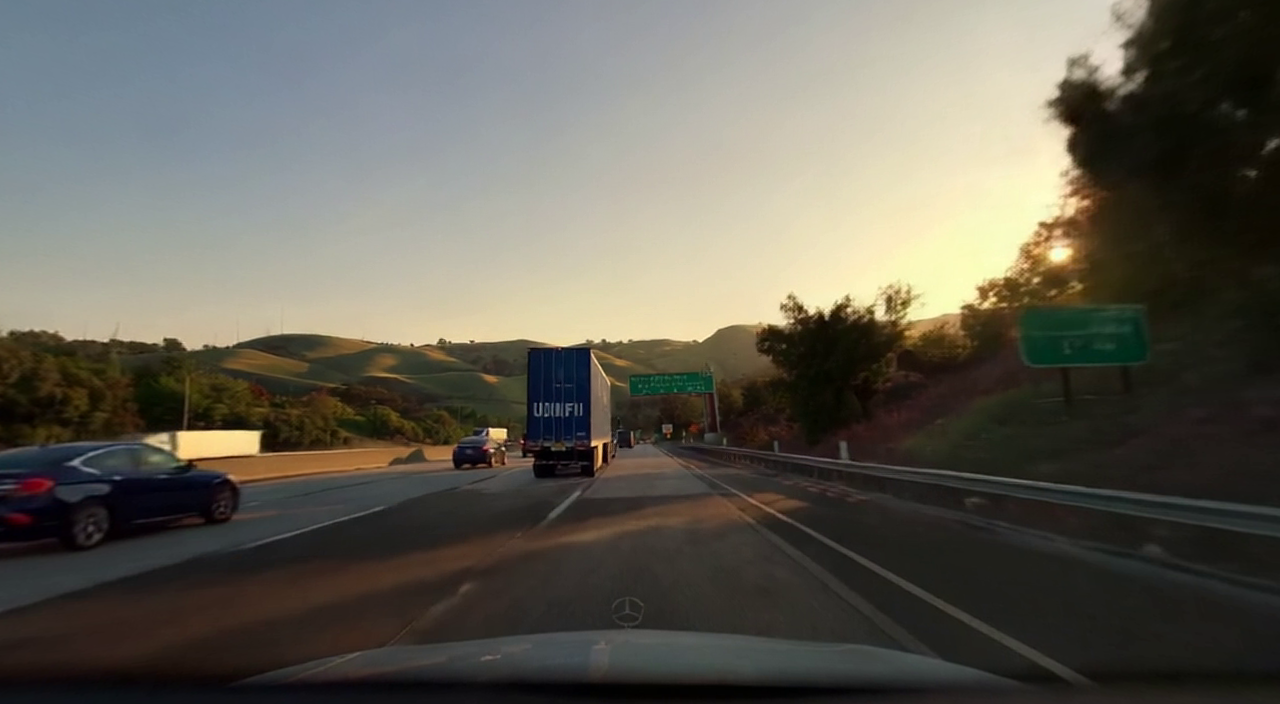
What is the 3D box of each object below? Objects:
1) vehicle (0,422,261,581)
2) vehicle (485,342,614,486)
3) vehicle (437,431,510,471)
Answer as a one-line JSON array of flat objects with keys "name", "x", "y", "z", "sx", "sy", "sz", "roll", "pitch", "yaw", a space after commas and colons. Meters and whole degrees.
[{"name": "vehicle", "x": -6.998, "y": 1.647, "z": 7.646, "sx": 1.911, "sy": 1.494, "sz": 4.555, "roll": -1, "pitch": -8, "yaw": 1}, {"name": "vehicle", "x": -3.052, "y": 2.937, "z": 27.263, "sx": 3.202, "sy": 4.352, "sz": 16.251, "roll": 0, "pitch": -8, "yaw": 0}, {"name": "vehicle", "x": -7.201, "y": 4.319, "z": 27.781, "sx": 1.949, "sy": 1.604, "sz": 4.456, "roll": 0, "pitch": -8, "yaw": 0}]
